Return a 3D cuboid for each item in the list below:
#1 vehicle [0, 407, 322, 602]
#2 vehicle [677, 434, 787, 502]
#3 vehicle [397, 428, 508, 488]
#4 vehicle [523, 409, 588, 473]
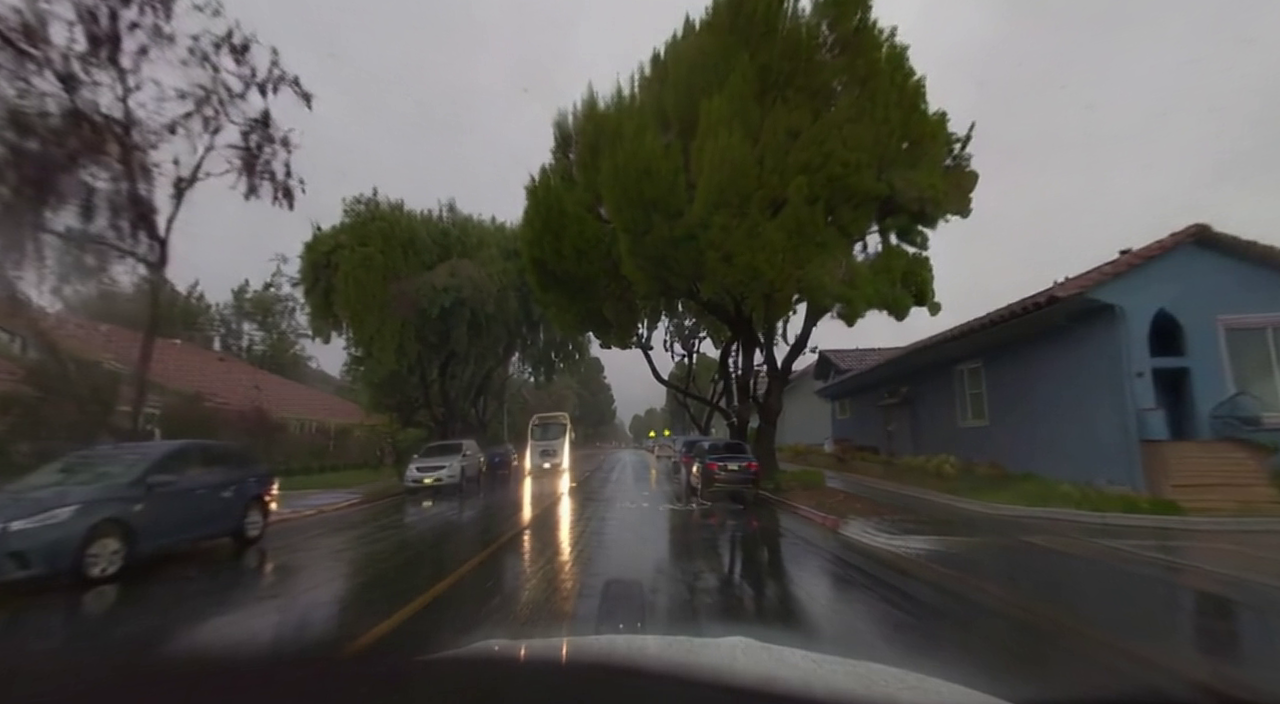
[{"bbox_3d":[-6.103,1.678,7.867,2.033,1.721,4.328,0,-8,0],"label":"vehicle"},{"bbox_3d":[2.225,2.943,16.482,1.996,1.516,4.122,0,-8,-4],"label":"vehicle"},{"bbox_3d":[-6.453,3.722,22.563,2.265,1.876,5.371,0,-8,1],"label":"vehicle"},{"bbox_3d":[-3.997,4.399,31.212,2.469,2.819,6.393,0,-8,-2],"label":"vehicle"}]
